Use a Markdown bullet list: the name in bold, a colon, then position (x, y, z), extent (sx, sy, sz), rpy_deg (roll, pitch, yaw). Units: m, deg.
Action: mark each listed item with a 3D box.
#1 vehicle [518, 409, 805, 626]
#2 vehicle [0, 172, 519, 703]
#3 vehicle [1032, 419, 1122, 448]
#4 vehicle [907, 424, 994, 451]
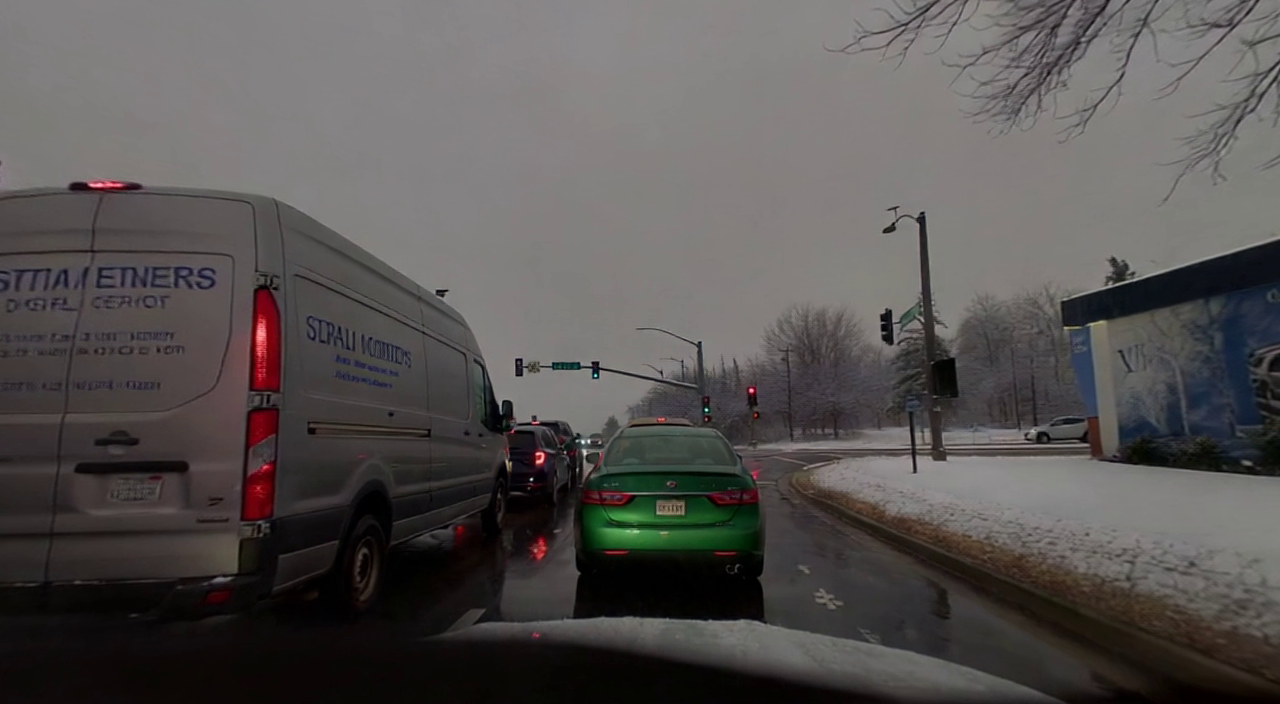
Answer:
- **vehicle**: position (0.330, 1.690, 7.472), extent (2.398, 1.773, 4.254), rpy_deg (-1, -8, 5)
- **vehicle**: position (-3.068, 0.901, 6.156), extent (2.555, 3.035, 5.702), rpy_deg (0, -8, 0)
- **vehicle**: position (32.002, 6.027, 46.154), extent (5.084, 2.041, 2.360), rpy_deg (2, -9, -9)
- **vehicle**: position (21.925, 6.063, 44.537), extent (5.021, 1.848, 2.210), rpy_deg (1, -9, -9)
